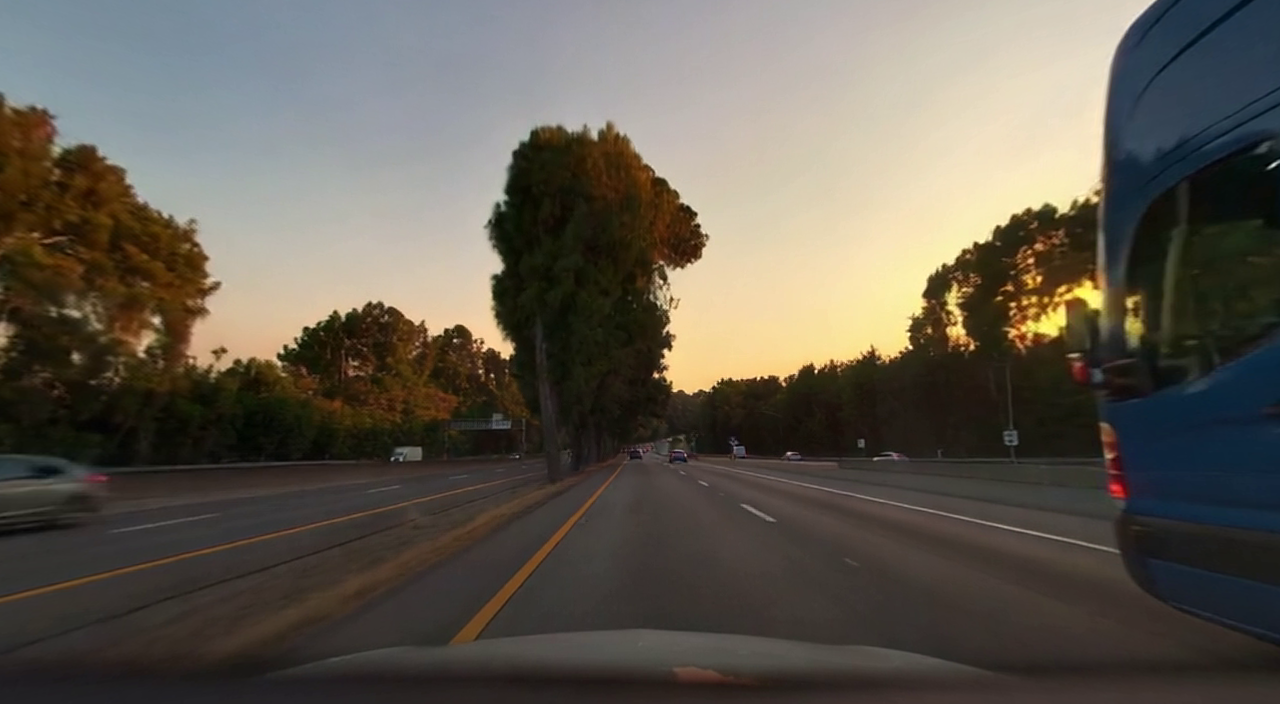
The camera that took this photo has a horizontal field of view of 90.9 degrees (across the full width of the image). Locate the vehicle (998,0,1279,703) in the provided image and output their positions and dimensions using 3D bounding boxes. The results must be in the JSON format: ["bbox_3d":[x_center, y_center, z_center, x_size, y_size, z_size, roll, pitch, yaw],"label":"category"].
[{"bbox_3d":[4.009,-0.384,1.044,3.012,3.933,6.192,0,-9,0],"label":"vehicle"}]
